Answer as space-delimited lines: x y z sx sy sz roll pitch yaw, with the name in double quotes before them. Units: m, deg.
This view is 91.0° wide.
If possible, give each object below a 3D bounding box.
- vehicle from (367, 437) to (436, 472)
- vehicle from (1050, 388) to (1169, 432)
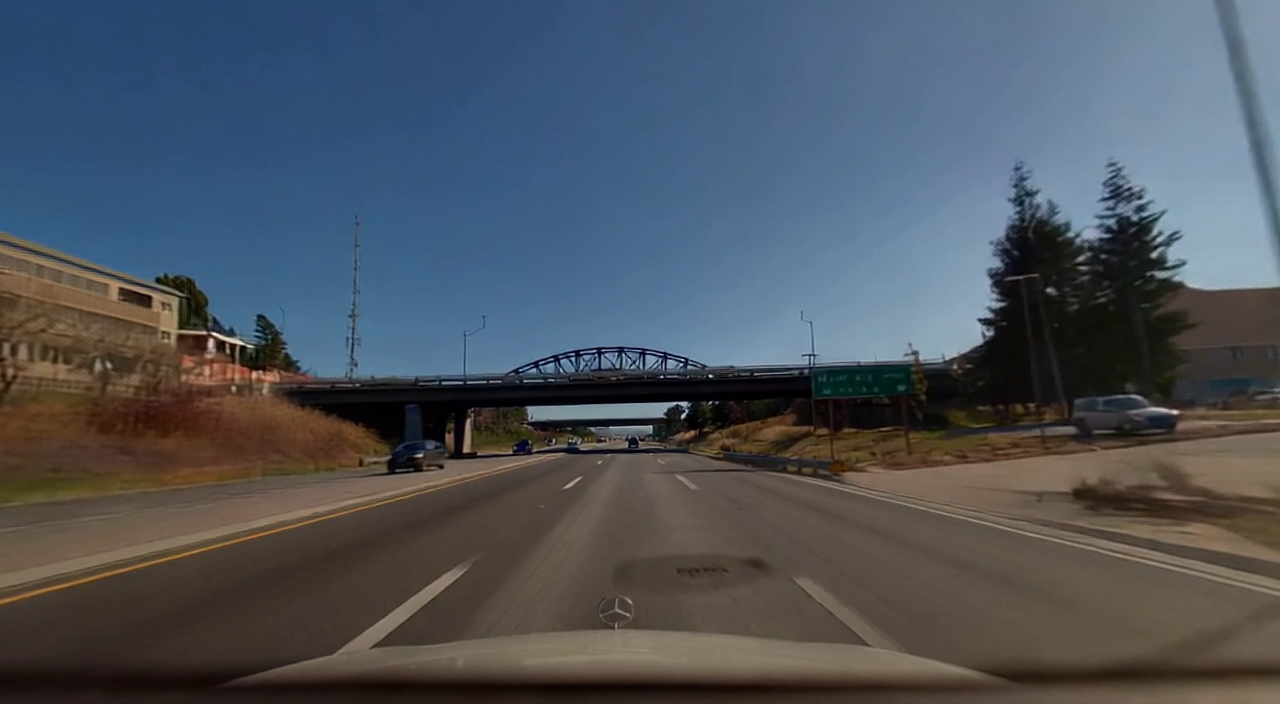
"vehicle" -12.161 5.230 32.387 1.933 1.619 4.153 -1 -8 0
"vehicle" 22.719 2.906 30.766 2.046 1.878 4.733 0 -8 -1
